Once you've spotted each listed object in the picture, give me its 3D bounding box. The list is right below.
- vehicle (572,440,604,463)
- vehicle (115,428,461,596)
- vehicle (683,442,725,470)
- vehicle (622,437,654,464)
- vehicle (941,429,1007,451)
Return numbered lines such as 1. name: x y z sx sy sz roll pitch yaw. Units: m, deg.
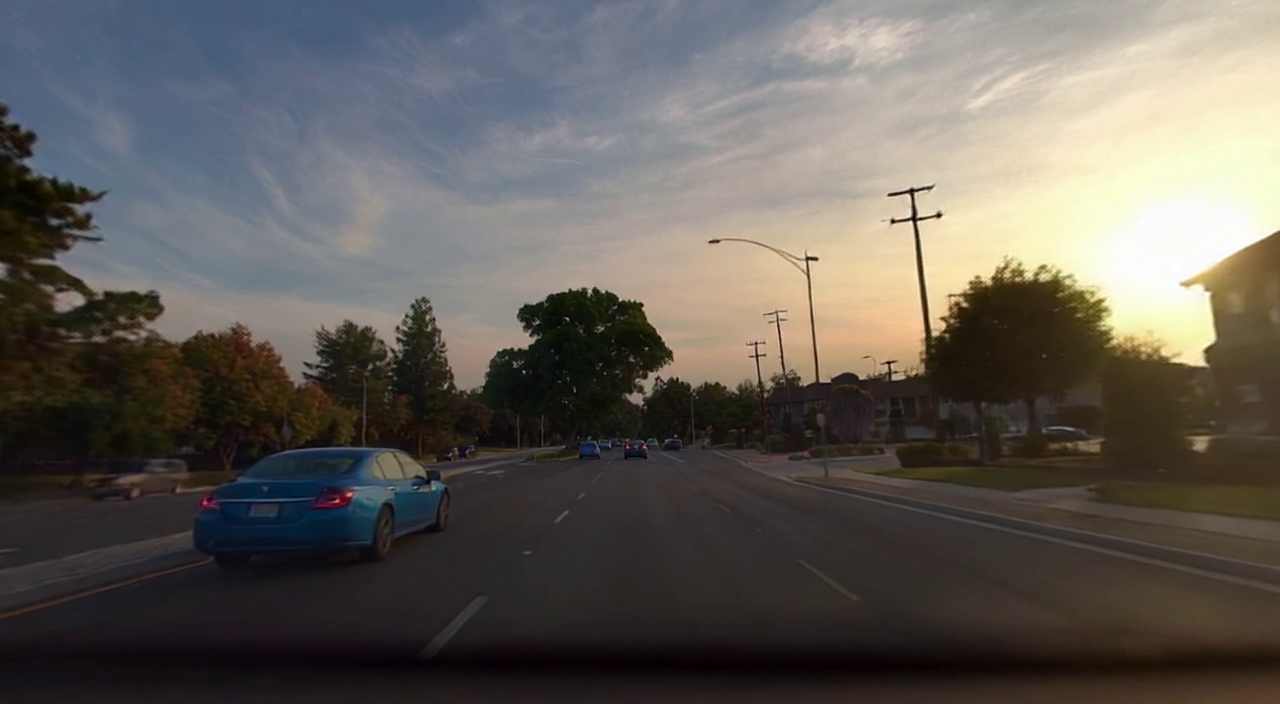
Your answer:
1. vehicle: -3.662 7.098 45.241 2.000 1.569 3.794 0 -8 -1
2. vehicle: -3.758 1.749 7.911 1.844 1.451 4.543 0 -8 -2
3. vehicle: 3.494 5.739 35.159 1.830 1.451 4.009 0 -8 -2
4. vehicle: -0.178 6.647 42.801 2.043 1.734 4.253 0 -8 -1
5. vehicle: 23.712 6.295 45.029 1.754 1.504 4.090 2 -9 -14
